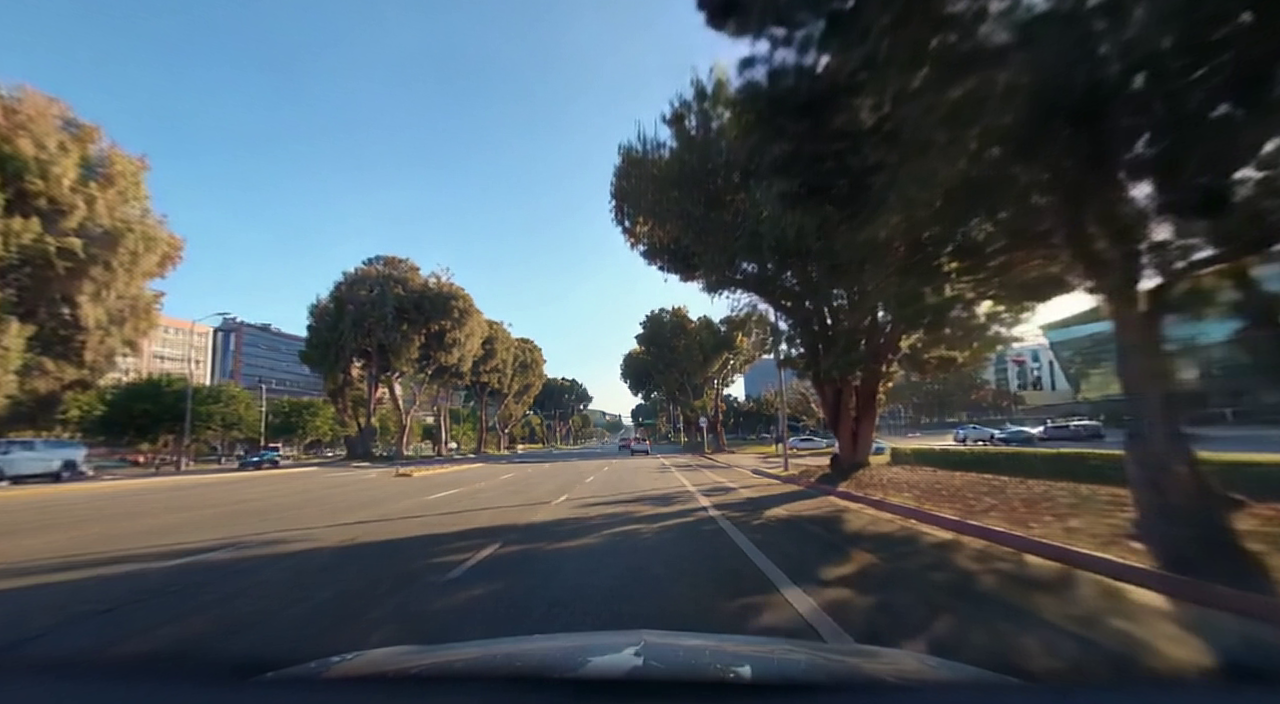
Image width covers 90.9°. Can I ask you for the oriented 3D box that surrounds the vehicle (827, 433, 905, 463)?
[{"bbox_3d":[14.839,6.320,41.549,4.388,1.446,1.808,-6,-7,1],"label":"vehicle"}]

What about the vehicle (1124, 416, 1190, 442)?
[{"bbox_3d":[38.069,5.715,46.372,4.699,1.764,2.200,5,-10,-32],"label":"vehicle"}]

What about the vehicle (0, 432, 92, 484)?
[{"bbox_3d":[-32.262,5.366,32.180,2.514,2.485,6.584,0,-8,1],"label":"vehicle"}]
